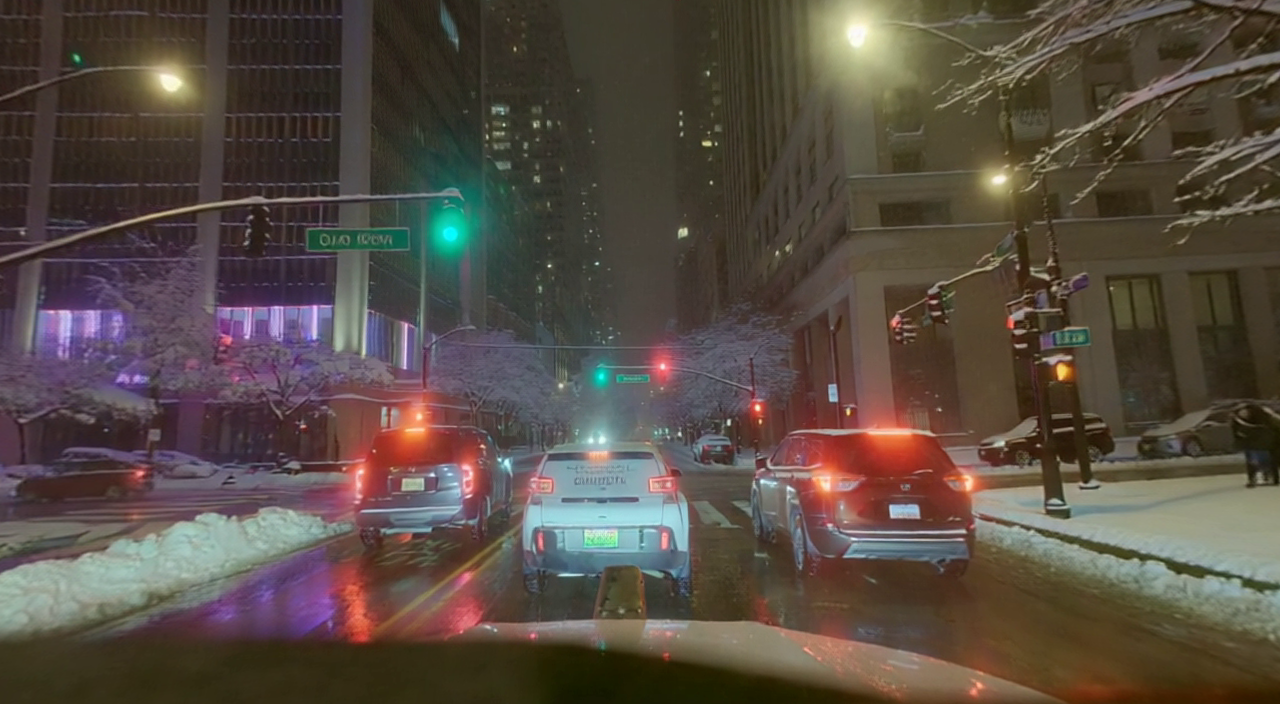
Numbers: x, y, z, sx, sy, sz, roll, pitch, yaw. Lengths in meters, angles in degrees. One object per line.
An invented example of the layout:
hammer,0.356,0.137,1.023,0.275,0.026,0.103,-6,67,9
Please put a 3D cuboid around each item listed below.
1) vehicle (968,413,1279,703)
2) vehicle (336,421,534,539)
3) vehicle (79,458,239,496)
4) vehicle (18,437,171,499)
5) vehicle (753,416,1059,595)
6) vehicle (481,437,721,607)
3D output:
vehicle,2.743,0.809,1.114,1.902,1.454,4.540,0,-8,0
vehicle,-3.690,2.416,12.699,2.190,1.840,5.272,0,-8,0
vehicle,-20.200,5.255,26.713,5.153,1.449,1.966,0,-8,0
vehicle,-30.871,6.529,35.940,5.896,3.276,2.809,1,-8,1
vehicle,3.036,1.853,8.622,2.072,1.735,4.759,0,-8,0
vehicle,-0.363,1.791,7.641,2.092,1.454,4.132,0,-8,-1
